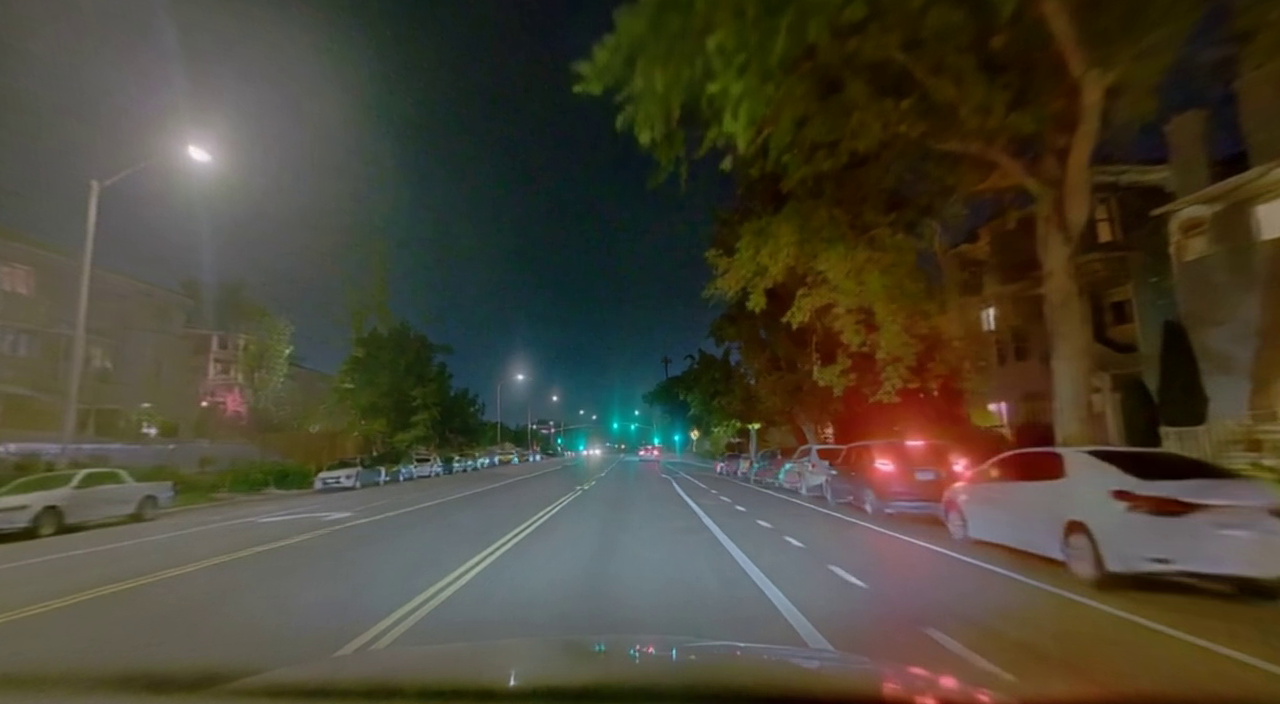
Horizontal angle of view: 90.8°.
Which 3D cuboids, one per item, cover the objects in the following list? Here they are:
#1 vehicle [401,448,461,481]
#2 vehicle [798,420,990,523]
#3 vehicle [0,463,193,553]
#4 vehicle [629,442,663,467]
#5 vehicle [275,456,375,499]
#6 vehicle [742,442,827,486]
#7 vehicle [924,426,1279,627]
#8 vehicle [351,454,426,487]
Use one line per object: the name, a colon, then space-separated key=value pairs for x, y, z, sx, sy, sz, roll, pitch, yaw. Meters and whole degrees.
vehicle: x=-12.187 y=6.559 z=37.175 sx=1.905 sy=1.503 sz=5.015 roll=-5 pitch=-8 yaw=-2
vehicle: x=5.145 y=2.499 z=13.734 sx=2.078 sy=1.813 sz=4.827 roll=0 pitch=-9 yaw=-1
vehicle: x=-12.354 y=3.235 z=13.790 sx=1.853 sy=1.497 sz=4.527 roll=0 pitch=-9 yaw=0
vehicle: x=0.322 y=6.416 z=39.821 sx=2.022 sy=1.471 sz=3.973 roll=0 pitch=-9 yaw=-1
vehicle: x=-12.519 y=4.973 z=25.441 sx=1.877 sy=1.505 sz=4.125 roll=0 pitch=-9 yaw=0
vehicle: x=5.260 y=4.147 z=23.732 sx=1.978 sy=1.438 sz=4.716 roll=0 pitch=-9 yaw=-1
vehicle: x=5.109 y=1.643 z=7.009 sx=1.839 sy=1.478 sz=4.459 roll=0 pitch=-9 yaw=0
vehicle: x=-12.335 y=5.836 z=31.384 sx=1.916 sy=1.463 sz=4.564 roll=0 pitch=-9 yaw=-1
